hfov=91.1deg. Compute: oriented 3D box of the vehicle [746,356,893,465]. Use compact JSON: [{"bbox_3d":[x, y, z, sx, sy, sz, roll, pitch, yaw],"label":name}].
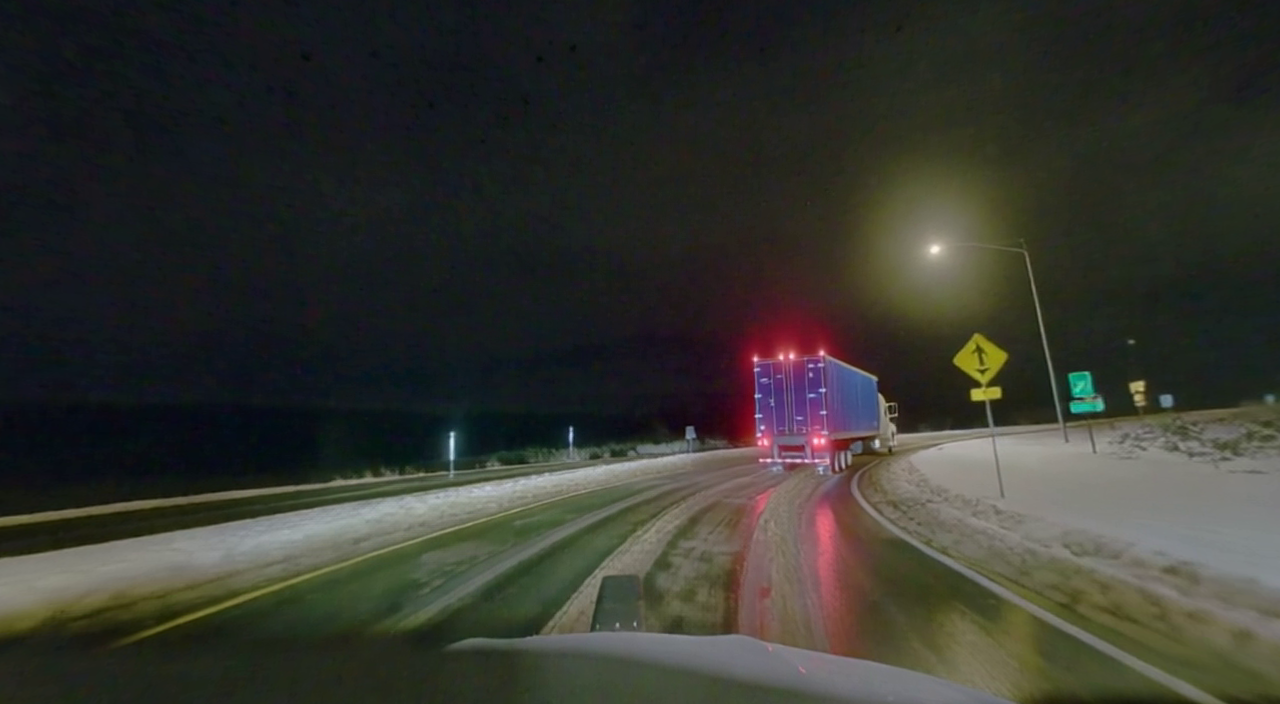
[{"bbox_3d":[8.013,2.676,26.666,2.837,3.712,10.484,-5,-9,33],"label":"vehicle"}]
